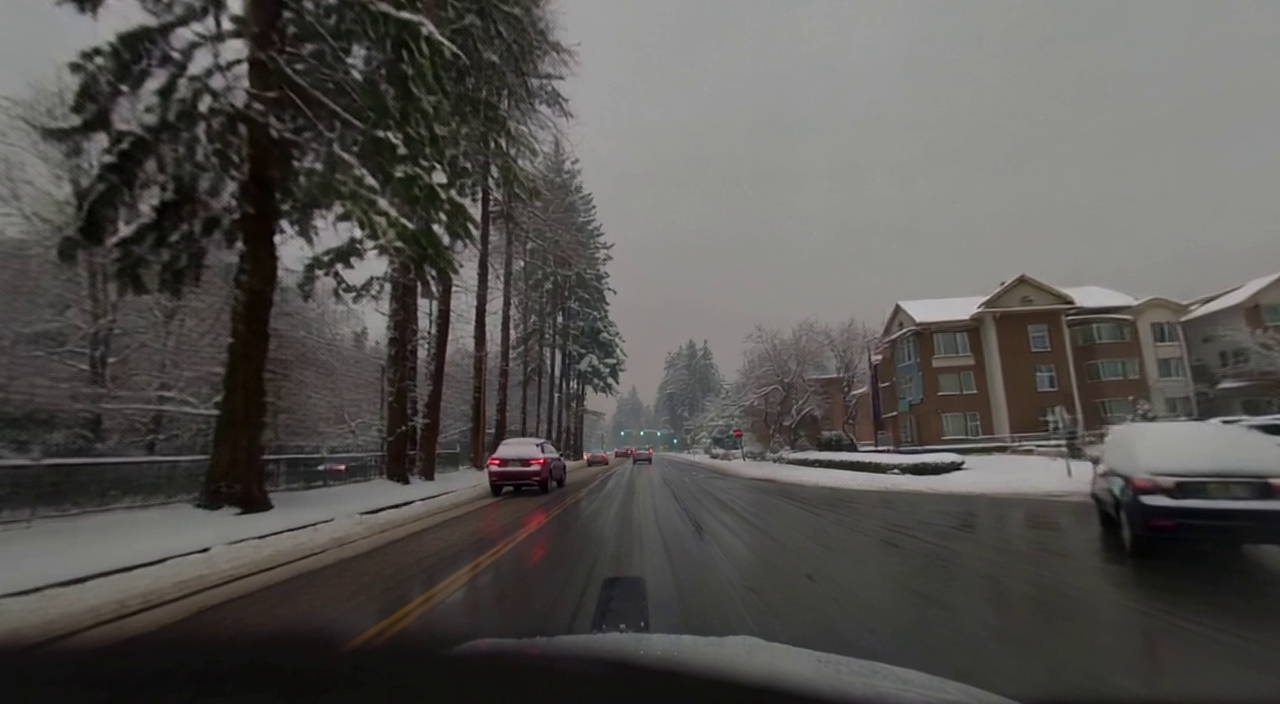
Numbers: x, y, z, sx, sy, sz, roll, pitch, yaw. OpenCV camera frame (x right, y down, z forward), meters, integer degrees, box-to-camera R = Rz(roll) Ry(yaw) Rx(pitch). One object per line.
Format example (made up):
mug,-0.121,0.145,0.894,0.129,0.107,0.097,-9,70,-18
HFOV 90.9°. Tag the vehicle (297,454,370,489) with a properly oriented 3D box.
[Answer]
vehicle,-17.302,6.732,35.859,1.899,1.790,4.340,0,-8,0

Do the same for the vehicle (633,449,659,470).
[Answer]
vehicle,0.473,8.133,48.051,1.940,1.501,4.133,0,-8,1

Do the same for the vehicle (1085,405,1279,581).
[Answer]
vehicle,7.141,1.556,7.617,1.969,1.593,4.293,-4,-9,24

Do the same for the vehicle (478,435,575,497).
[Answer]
vehicle,-3.651,3.777,21.330,2.216,1.828,4.886,0,-8,2
